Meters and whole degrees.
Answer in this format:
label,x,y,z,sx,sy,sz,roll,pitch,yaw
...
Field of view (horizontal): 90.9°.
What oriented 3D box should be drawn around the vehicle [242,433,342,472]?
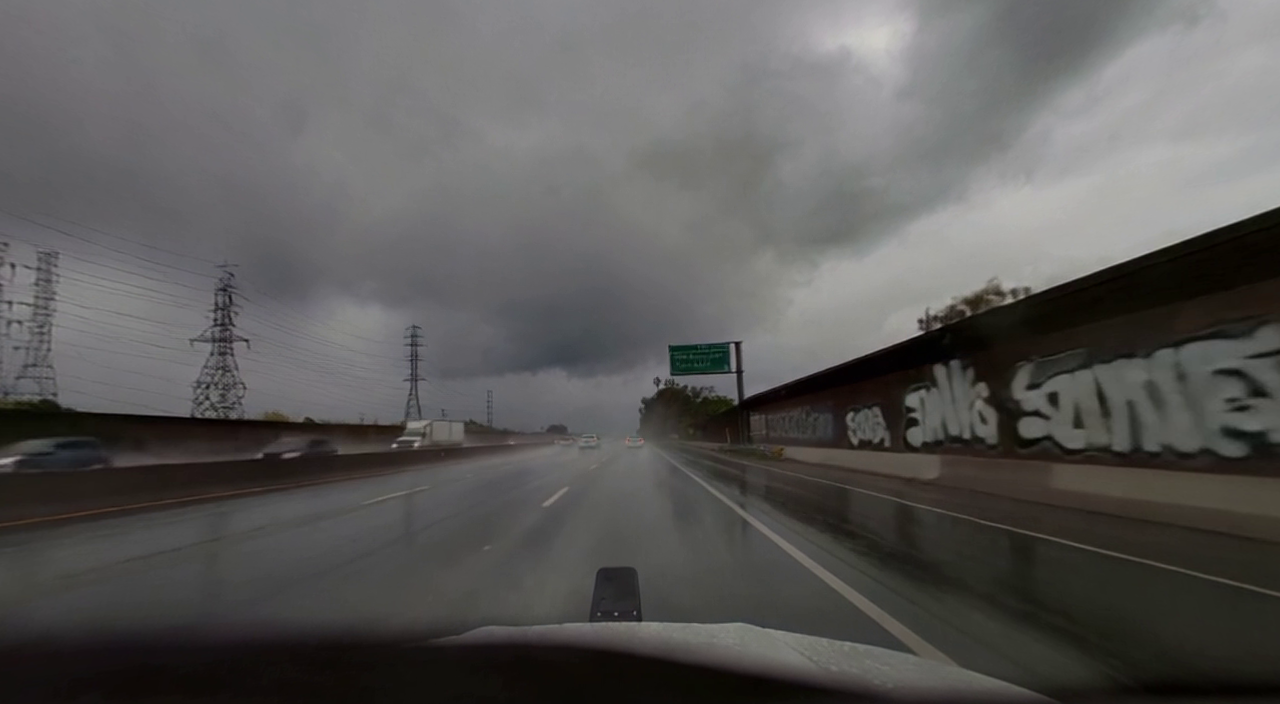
label,x,y,z,sx,sy,sz,roll,pitch,yaw
vehicle,-15.479,4.456,28.345,1.965,1.598,4.475,0,-8,0
